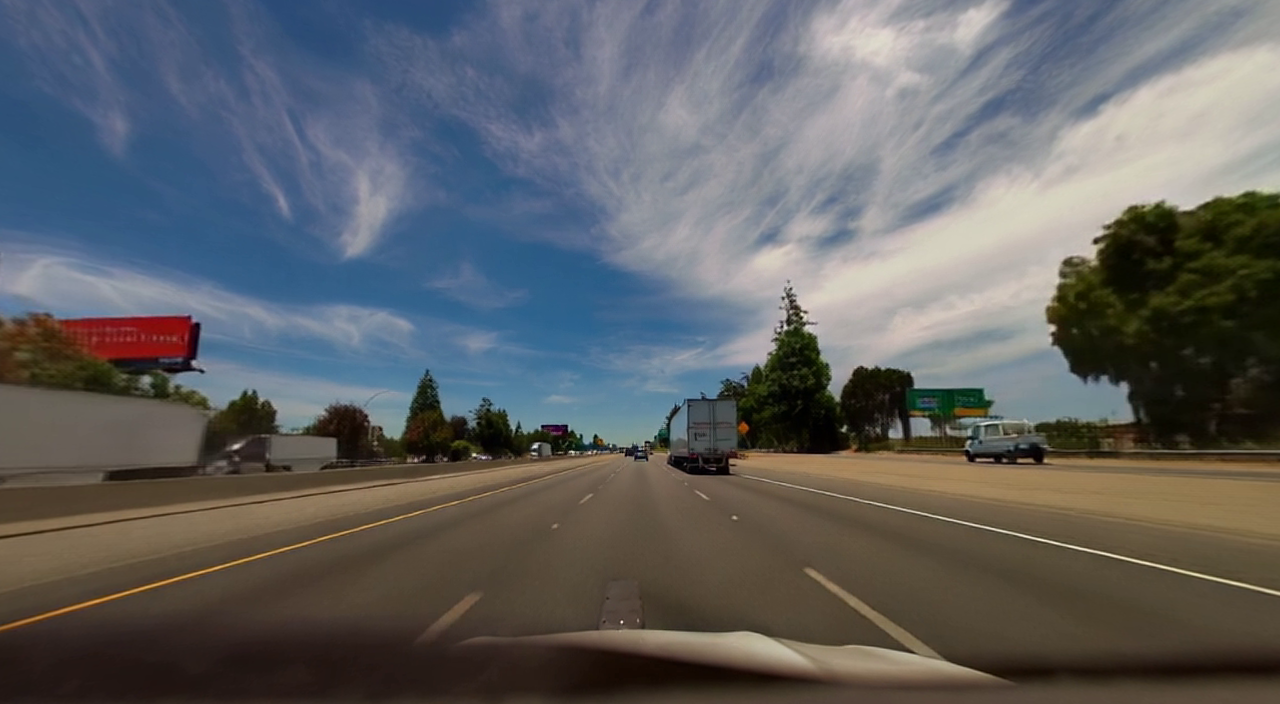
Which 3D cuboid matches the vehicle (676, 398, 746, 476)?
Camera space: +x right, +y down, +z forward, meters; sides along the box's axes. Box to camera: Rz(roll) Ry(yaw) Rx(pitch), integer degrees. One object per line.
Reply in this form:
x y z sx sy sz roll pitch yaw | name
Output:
4.329 5.686 41.388 3.058 4.312 12.251 0 -9 0 | vehicle

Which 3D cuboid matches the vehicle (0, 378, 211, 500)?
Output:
-20.529 2.883 20.744 3.568 3.525 13.475 0 -9 -1 | vehicle
